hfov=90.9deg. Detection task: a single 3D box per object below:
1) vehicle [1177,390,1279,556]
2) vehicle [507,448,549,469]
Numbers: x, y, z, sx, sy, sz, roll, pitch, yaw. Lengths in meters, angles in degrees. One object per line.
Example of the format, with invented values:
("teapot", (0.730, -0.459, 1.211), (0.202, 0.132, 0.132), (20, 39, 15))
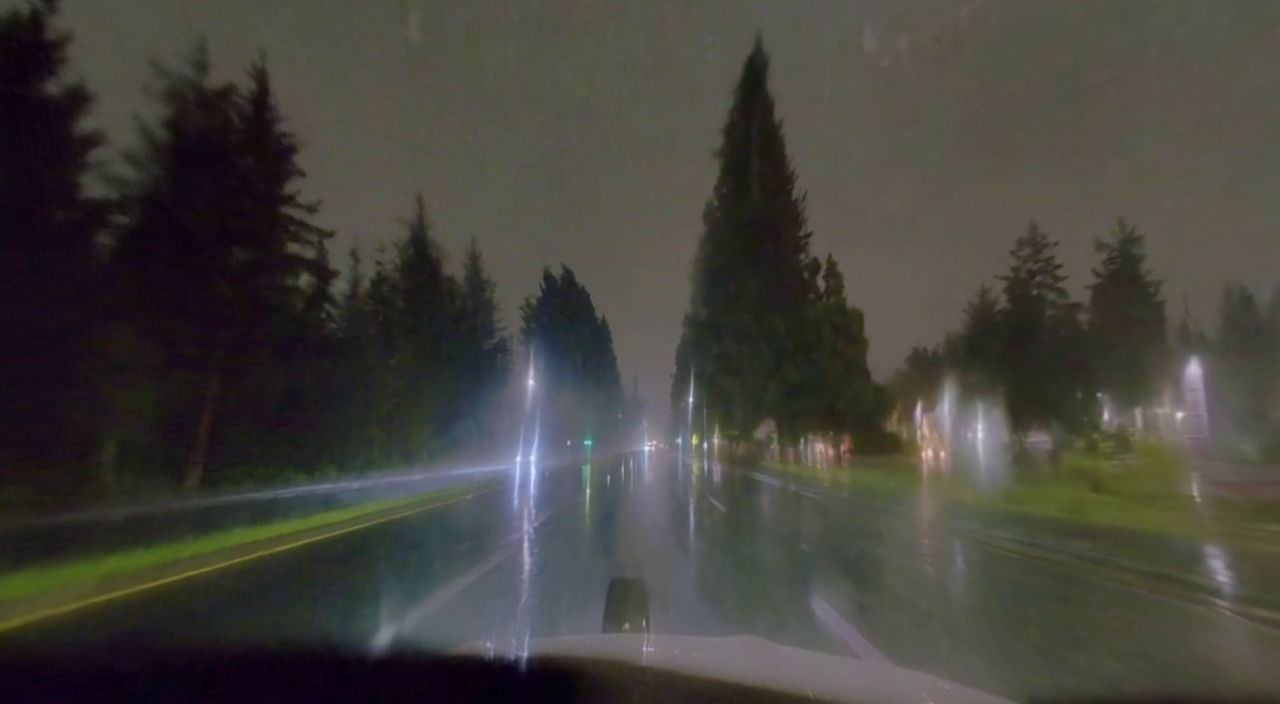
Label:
("vehicle", (9.942, 1.456, 7.624), (4.839, 1.933, 2.215), (0, -9, -2))
("vehicle", (-8.227, 7.845, 46.546), (2.162, 1.438, 4.374), (0, -9, 2))
